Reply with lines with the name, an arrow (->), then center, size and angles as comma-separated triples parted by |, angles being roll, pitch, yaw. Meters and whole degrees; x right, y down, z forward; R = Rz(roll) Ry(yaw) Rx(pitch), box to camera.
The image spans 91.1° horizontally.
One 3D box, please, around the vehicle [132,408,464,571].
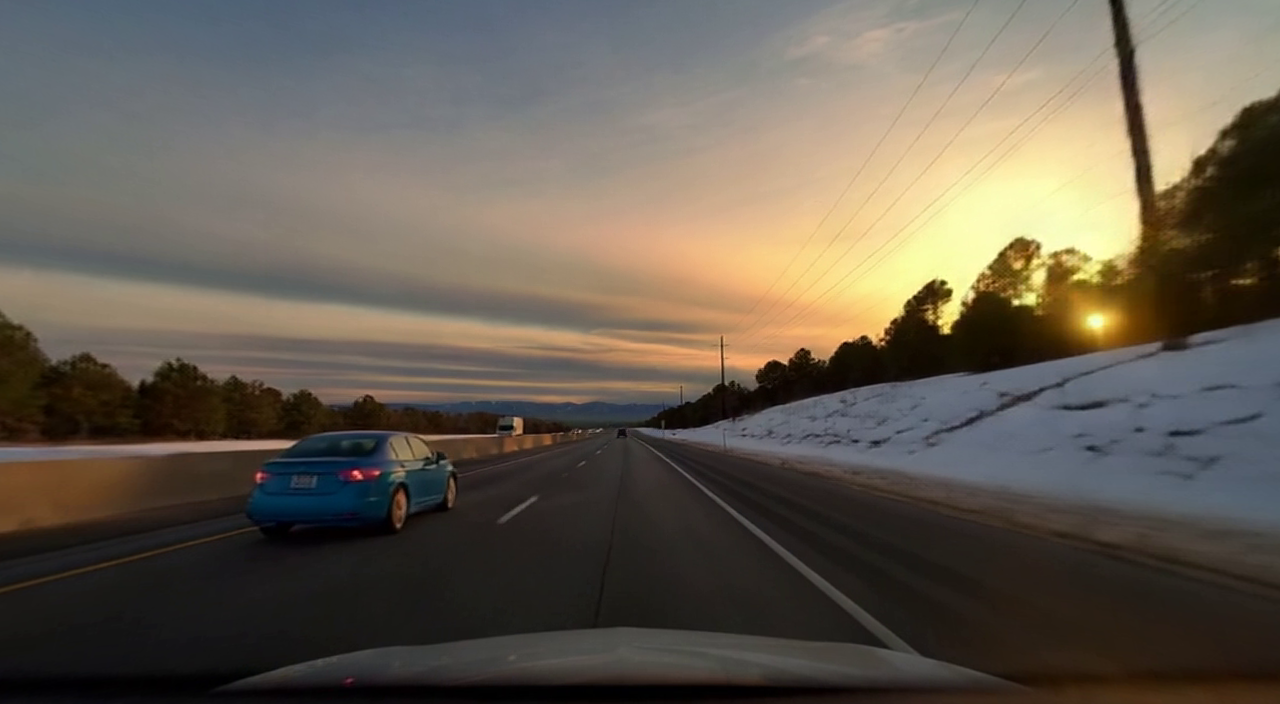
vehicle -> -3.818, 1.580, 8.024 | 1.999, 1.536, 3.969 | 0, -8, 0
